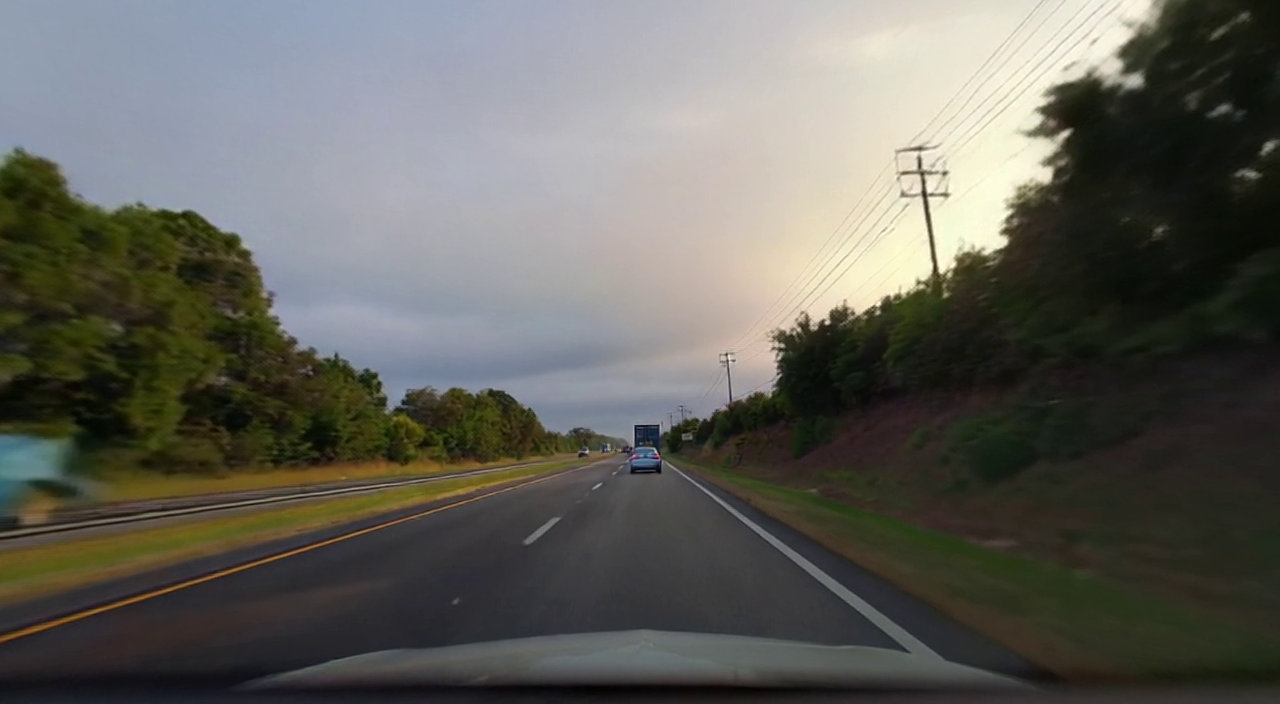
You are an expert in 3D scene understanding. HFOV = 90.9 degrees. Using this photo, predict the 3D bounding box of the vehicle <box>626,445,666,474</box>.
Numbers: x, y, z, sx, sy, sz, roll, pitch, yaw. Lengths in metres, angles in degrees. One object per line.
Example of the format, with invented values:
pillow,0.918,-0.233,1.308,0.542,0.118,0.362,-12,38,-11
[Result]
vehicle,0.292,5.834,34.452,2.080,1.486,3.813,0,-9,0
